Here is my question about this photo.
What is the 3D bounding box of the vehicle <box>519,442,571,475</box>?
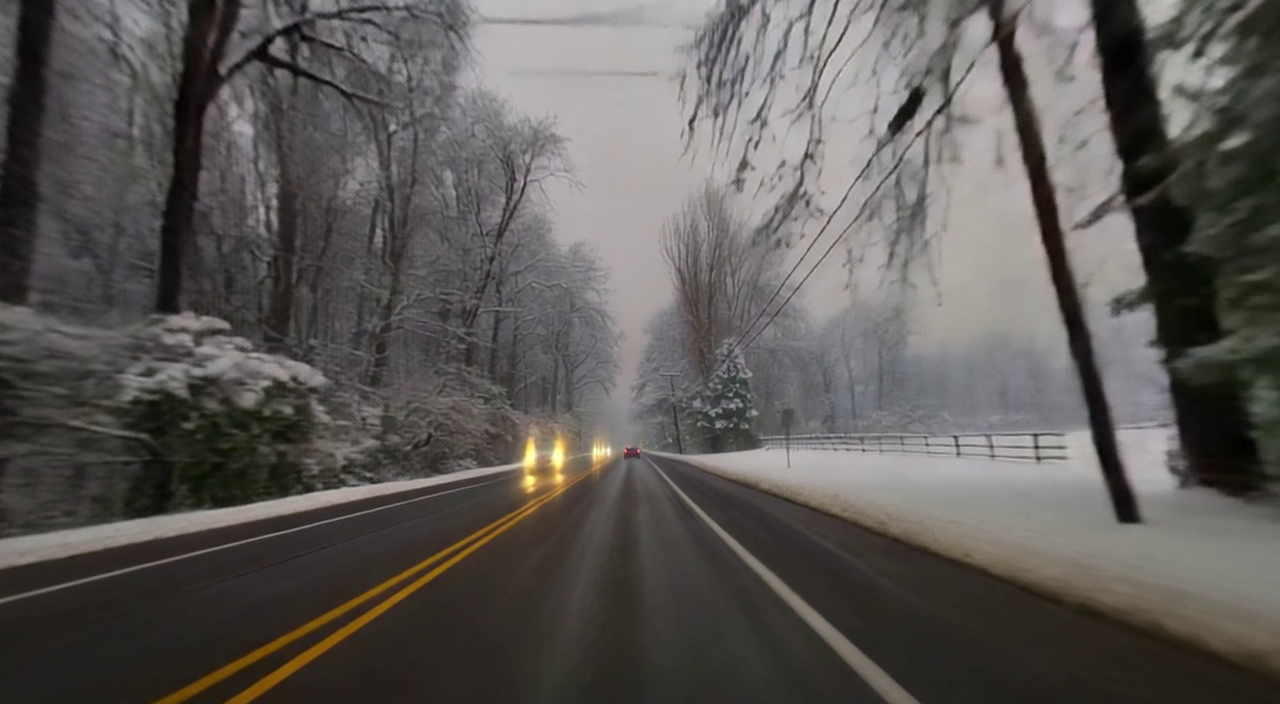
[{"bbox_3d":[-5.070,5.754,34.443,2.129,1.664,4.528,0,-8,0],"label":"vehicle"}]
